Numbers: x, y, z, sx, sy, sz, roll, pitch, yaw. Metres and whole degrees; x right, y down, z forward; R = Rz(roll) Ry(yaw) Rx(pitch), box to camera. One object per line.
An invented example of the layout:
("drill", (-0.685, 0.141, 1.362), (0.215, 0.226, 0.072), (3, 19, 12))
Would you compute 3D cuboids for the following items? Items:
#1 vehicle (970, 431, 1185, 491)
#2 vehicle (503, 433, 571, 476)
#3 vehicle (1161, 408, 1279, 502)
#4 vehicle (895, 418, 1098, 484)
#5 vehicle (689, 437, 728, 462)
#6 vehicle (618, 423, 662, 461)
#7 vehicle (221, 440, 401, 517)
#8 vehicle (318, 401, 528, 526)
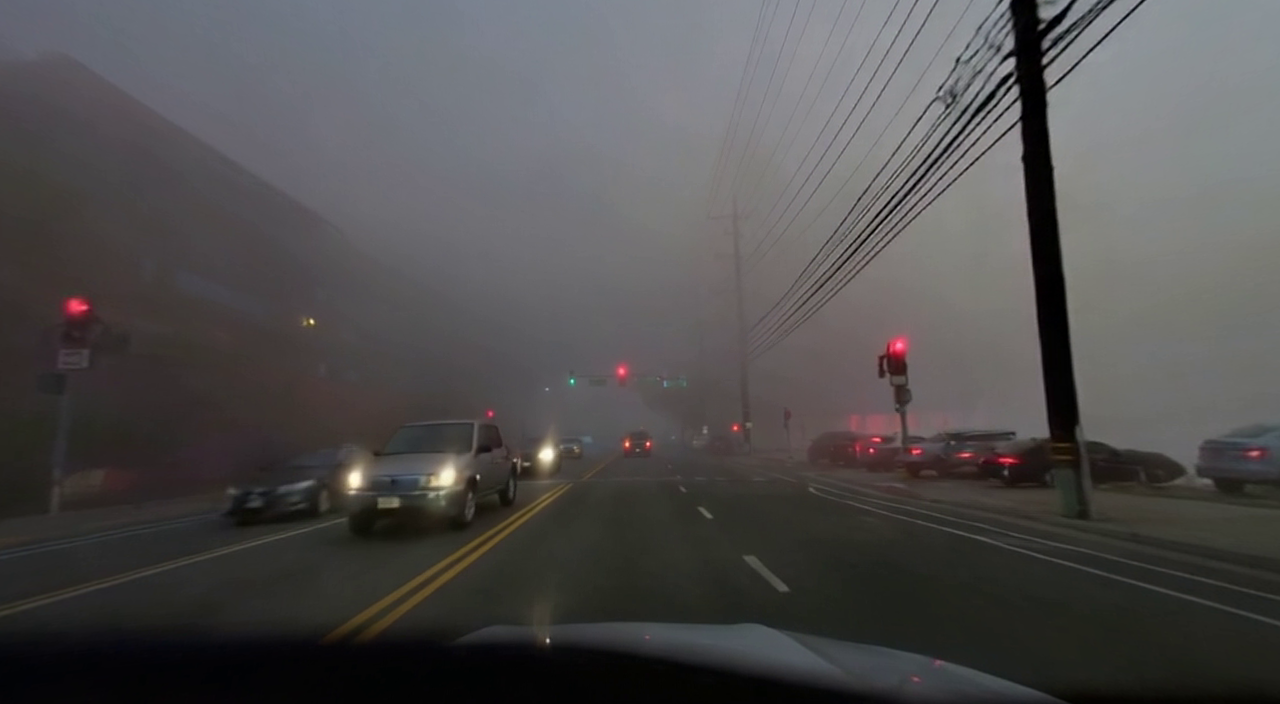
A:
("vehicle", (11.424, 2.873, 16.762), (4.238, 1.464, 1.862), (-1, -8, 2))
("vehicle", (-4.127, 4.200, 26.158), (2.033, 1.572, 4.939), (0, -8, 0))
("vehicle", (15.008, 2.213, 13.846), (5.307, 1.877, 2.052), (0, -8, -1))
("vehicle", (10.809, 3.026, 19.473), (4.937, 1.827, 2.042), (-1, -8, 0))
("vehicle", (4.328, 6.247, 40.547), (1.926, 1.482, 4.442), (0, -8, 0))
("vehicle", (0.019, 6.019, 42.154), (2.683, 2.295, 6.404), (0, -8, 1))
("vehicle", (-7.392, 2.846, 14.823), (1.869, 1.504, 4.430), (0, -8, -1))
("vehicle", (-3.832, 2.119, 12.568), (2.277, 1.904, 5.583), (0, -8, -1))
